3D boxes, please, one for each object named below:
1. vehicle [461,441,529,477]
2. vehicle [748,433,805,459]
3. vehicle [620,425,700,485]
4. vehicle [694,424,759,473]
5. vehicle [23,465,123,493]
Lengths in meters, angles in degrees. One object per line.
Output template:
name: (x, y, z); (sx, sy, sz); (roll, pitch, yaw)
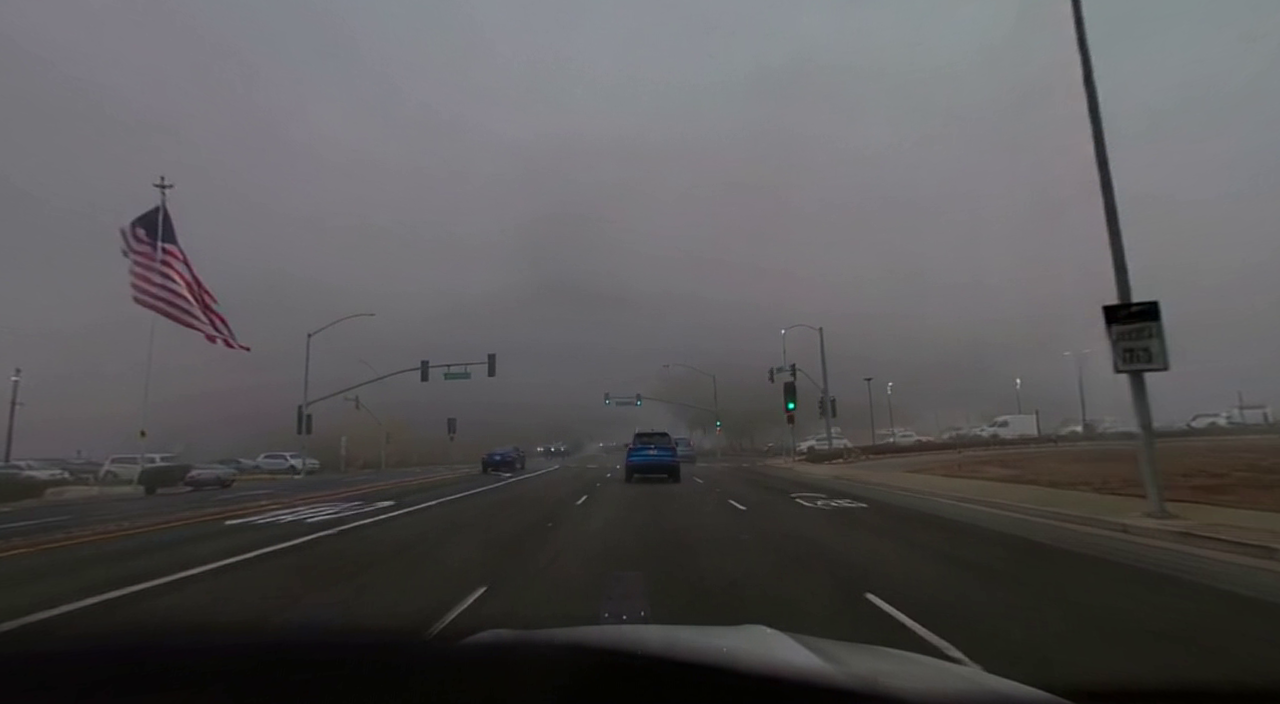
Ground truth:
vehicle: (-6.454, 4.796, 28.583); (1.966, 1.461, 4.422); (0, -8, 1)
vehicle: (9.981, 6.812, 45.921); (2.228, 1.760, 4.386); (-7, -11, 40)
vehicle: (0.621, 3.600, 22.327); (2.513, 1.854, 5.235); (0, -8, 0)
vehicle: (4.041, 4.671, 30.629); (2.452, 2.148, 5.877); (0, -8, 1)
vehicle: (-34.073, 7.600, 38.067); (1.819, 1.433, 4.403); (0, -8, 2)
